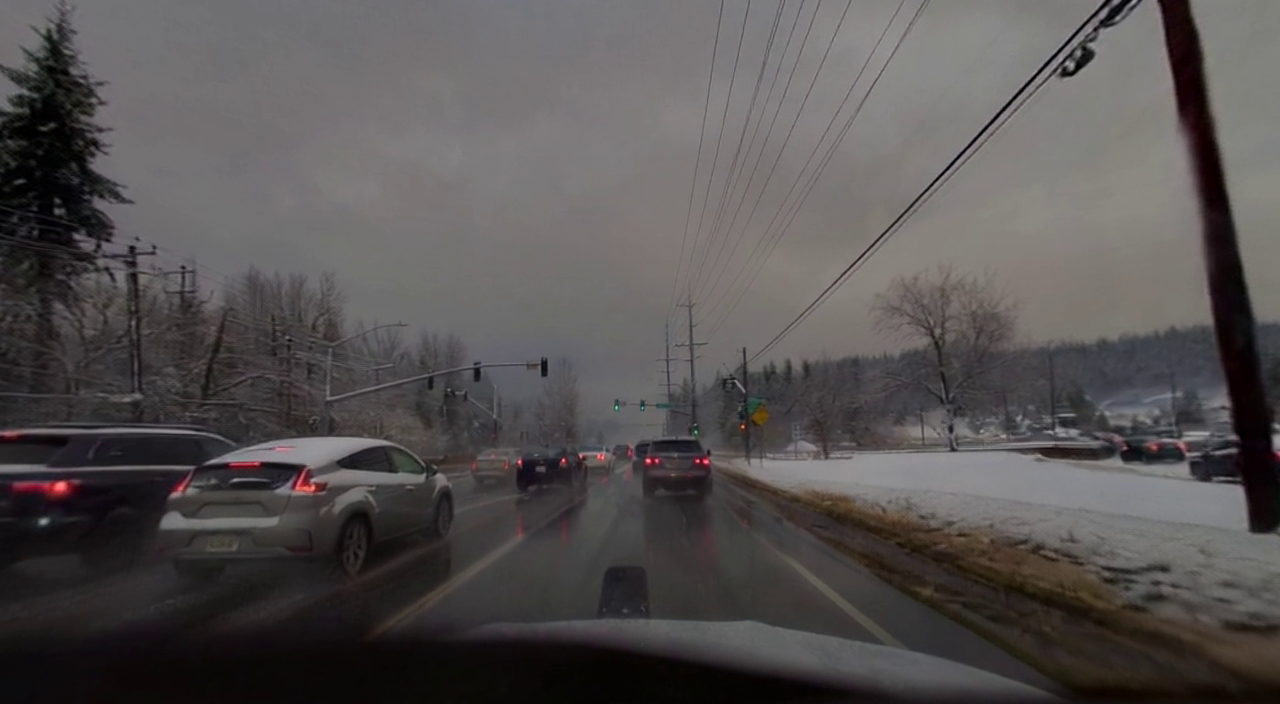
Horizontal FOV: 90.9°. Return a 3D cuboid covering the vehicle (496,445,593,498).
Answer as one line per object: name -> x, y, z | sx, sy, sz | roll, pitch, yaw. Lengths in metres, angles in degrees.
vehicle -> -2.814, 3.632, 19.627 | 2.105, 1.436, 4.311 | -1, -9, 4

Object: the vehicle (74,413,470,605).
vehicle -> -3.766, 1.682, 7.681 | 2.018, 1.621, 4.441 | 0, -9, 2

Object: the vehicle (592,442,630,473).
vehicle -> -1.672, 6.338, 37.985 | 1.788, 1.773, 3.731 | -1, -9, 5

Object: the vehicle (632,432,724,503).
vehicle -> 0.986, 3.085, 17.203 | 2.205, 1.691, 3.937 | -1, -9, 2
